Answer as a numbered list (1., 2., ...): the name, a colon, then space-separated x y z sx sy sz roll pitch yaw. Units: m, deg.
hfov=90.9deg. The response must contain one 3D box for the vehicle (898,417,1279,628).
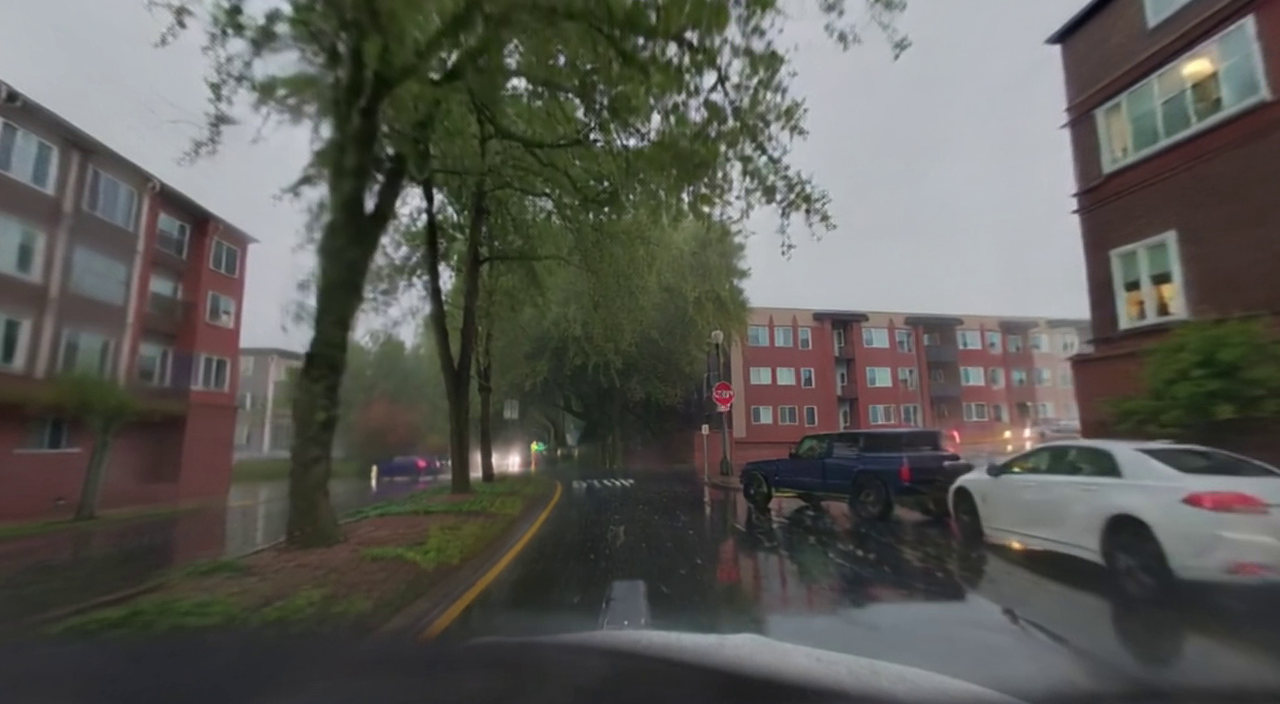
1. vehicle: 4.893 1.541 7.048 1.758 1.454 5.088 -1 -8 -1

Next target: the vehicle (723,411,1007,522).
1. vehicle: 3.810 2.112 11.741 2.065 1.529 4.709 1 -10 -27

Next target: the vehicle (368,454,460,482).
1. vehicle: -13.281 6.800 37.193 4.654 1.503 1.951 -1 -8 7
